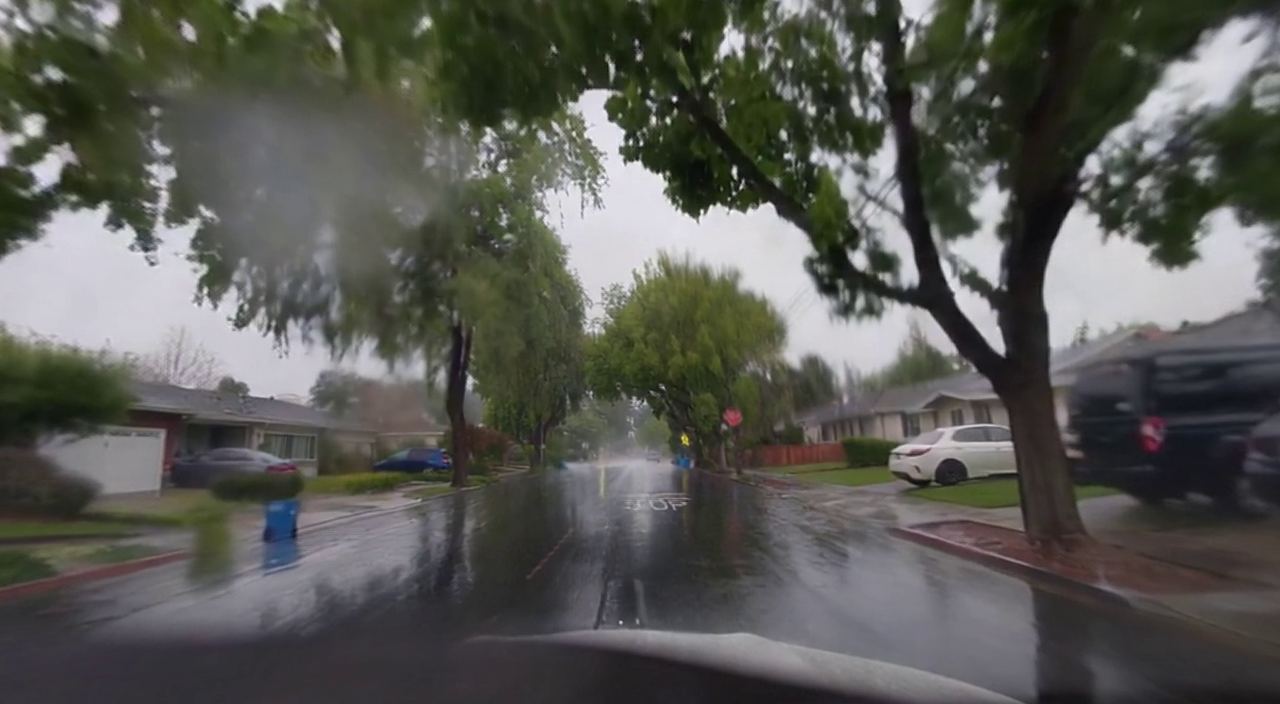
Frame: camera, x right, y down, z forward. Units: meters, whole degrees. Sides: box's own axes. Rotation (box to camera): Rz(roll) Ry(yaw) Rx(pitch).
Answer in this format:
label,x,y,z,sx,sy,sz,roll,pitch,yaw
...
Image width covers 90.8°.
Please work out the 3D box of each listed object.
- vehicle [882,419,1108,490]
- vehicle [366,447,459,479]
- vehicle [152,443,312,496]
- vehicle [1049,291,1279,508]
label,x,y,z,sx,sy,sz,roll,pitch,yaw
vehicle,9.923,2.895,17.977,5.234,1.868,2.014,0,-9,-4
vehicle,-13.723,6.693,38.354,4.809,1.865,2.093,0,-9,-2
vehicle,-14.494,4.150,22.602,4.493,1.776,1.997,-1,-9,9
vehicle,11.424,0.894,10.459,7.302,3.055,2.848,1,-8,-2
